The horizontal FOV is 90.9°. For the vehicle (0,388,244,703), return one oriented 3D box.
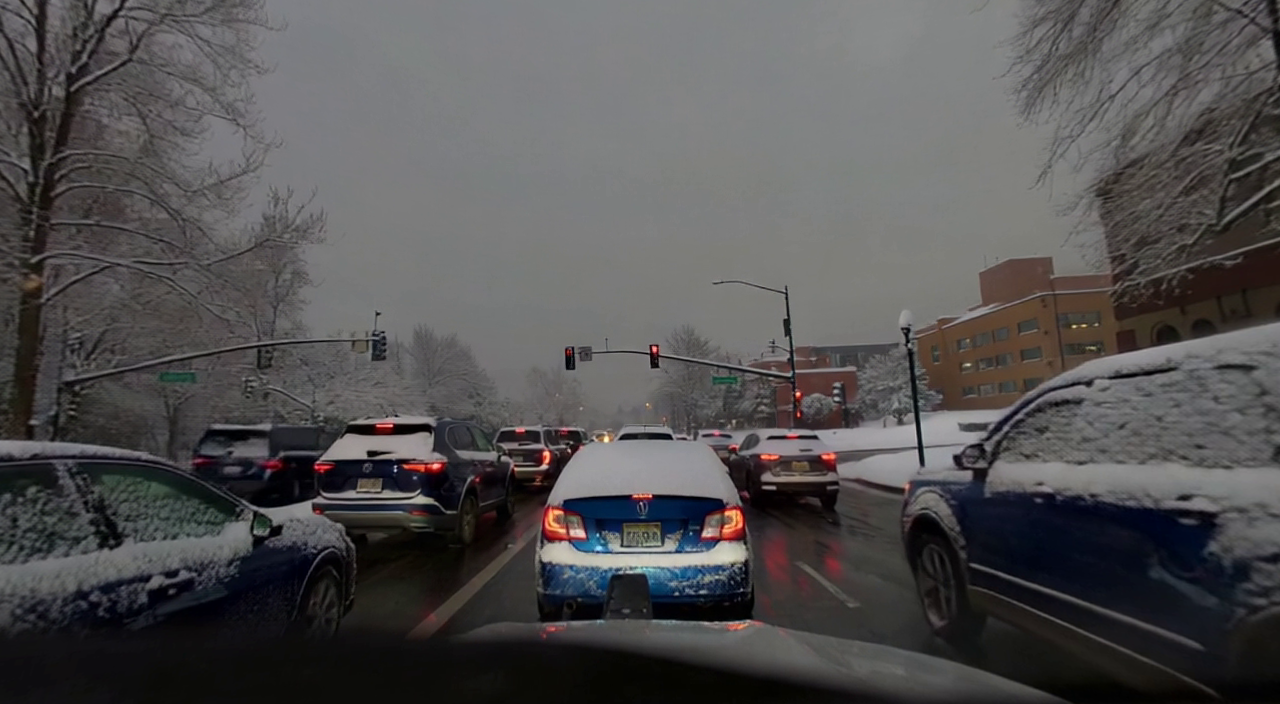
[{"bbox_3d":[-3.399,0.742,1.237,2.144,1.505,4.635,-1,-8,1],"label":"vehicle"}]

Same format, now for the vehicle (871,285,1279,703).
[{"bbox_3d":[3.049,0.862,3.124,2.108,1.785,4.334,0,-9,0],"label":"vehicle"}]

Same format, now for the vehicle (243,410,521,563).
[{"bbox_3d":[-3.370,1.869,9.498,2.168,1.719,4.561,-1,-9,1],"label":"vehicle"}]

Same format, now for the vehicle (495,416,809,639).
[{"bbox_3d":[0.079,1.508,6.382,2.147,1.507,3.953,0,-8,0],"label":"vehicle"}]
